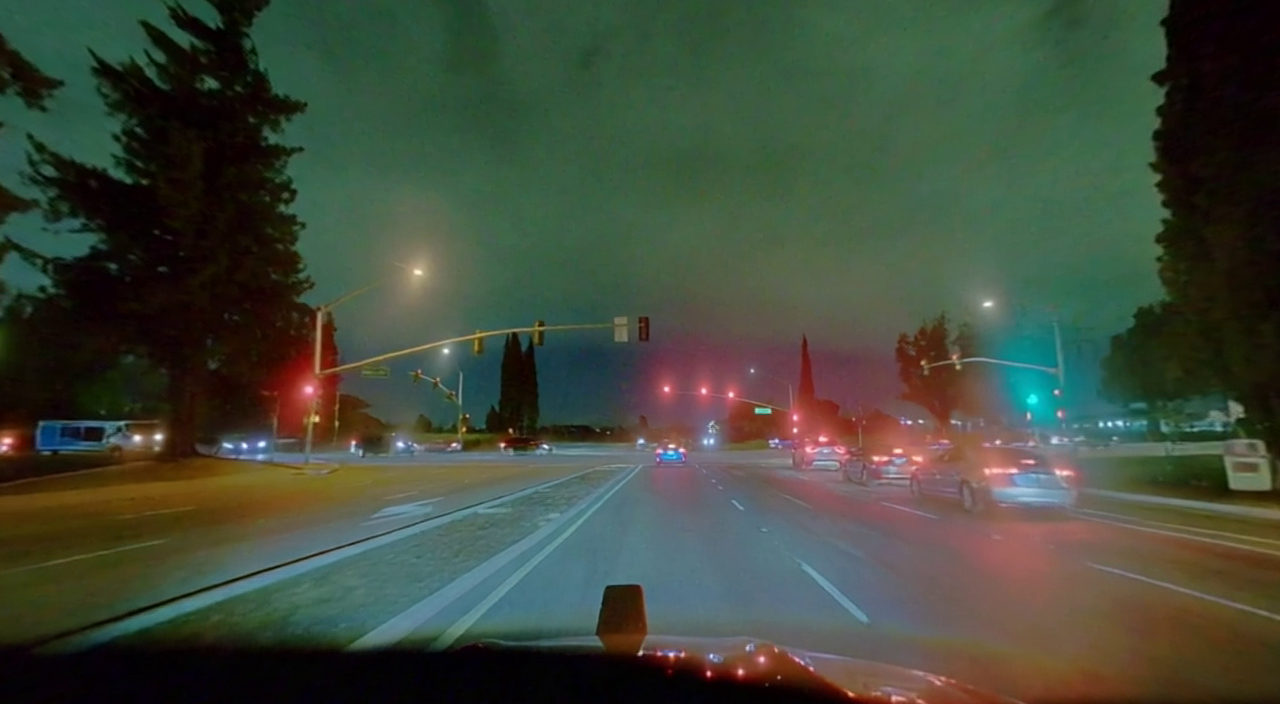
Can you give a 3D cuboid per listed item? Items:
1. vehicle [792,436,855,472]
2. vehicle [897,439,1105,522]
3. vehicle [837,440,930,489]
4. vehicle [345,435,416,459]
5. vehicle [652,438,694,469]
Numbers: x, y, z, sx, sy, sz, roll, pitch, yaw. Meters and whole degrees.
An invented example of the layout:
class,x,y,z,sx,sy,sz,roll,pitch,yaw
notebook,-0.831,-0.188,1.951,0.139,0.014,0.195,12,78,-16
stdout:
class,x,y,z,sx,sy,sz,roll,pitch,yaw
vehicle,8.592,4.821,29.932,1.901,1.577,4.348,-1,-8,3
vehicle,7.535,2.688,13.876,1.947,1.478,4.731,-1,-8,3
vehicle,8.039,3.722,21.197,1.726,1.467,3.793,-1,-8,2
vehicle,-20.501,7.503,49.953,4.786,1.803,1.967,-1,-8,6
vehicle,1.662,5.217,32.649,2.041,1.485,3.813,-1,-8,2
